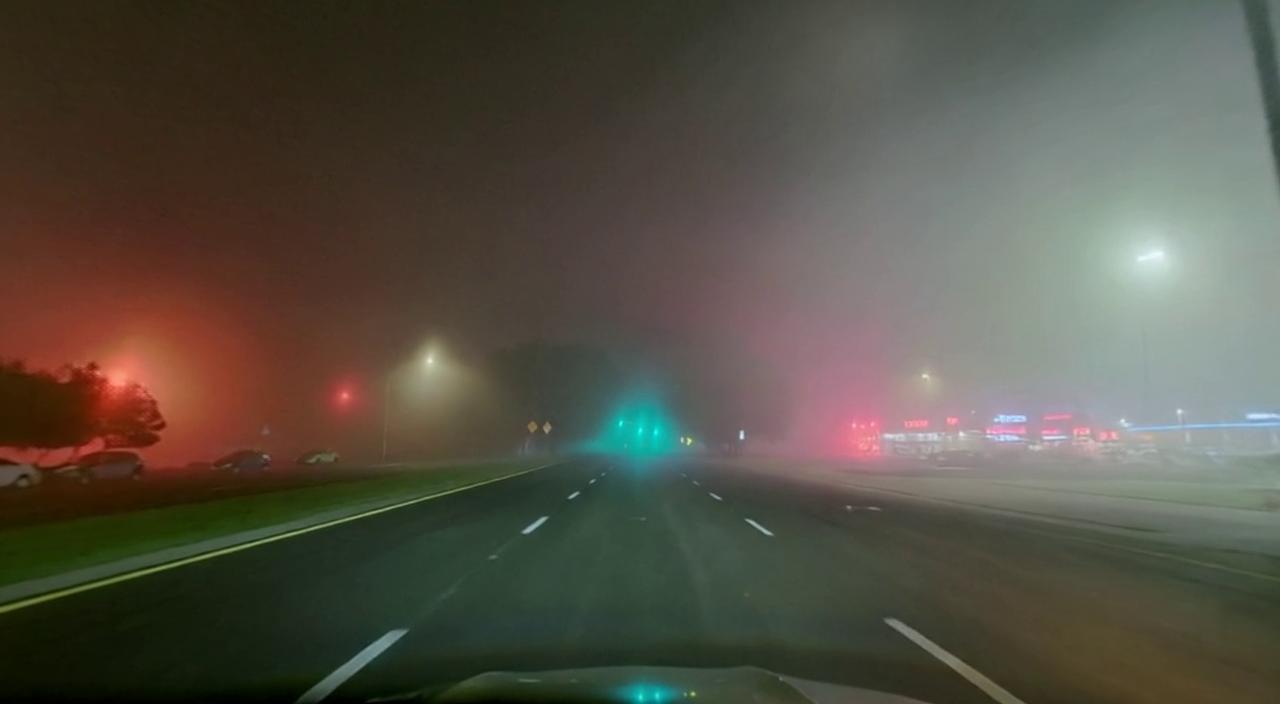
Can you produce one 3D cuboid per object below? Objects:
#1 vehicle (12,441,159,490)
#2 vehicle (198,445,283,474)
[{"bbox_3d":[-22.522,4.632,25.942,1.902,1.609,4.689,-6,-9,-1],"label":"vehicle"},{"bbox_3d":[-22.513,6.061,35.809,1.771,1.524,4.592,-1,-8,1],"label":"vehicle"}]
